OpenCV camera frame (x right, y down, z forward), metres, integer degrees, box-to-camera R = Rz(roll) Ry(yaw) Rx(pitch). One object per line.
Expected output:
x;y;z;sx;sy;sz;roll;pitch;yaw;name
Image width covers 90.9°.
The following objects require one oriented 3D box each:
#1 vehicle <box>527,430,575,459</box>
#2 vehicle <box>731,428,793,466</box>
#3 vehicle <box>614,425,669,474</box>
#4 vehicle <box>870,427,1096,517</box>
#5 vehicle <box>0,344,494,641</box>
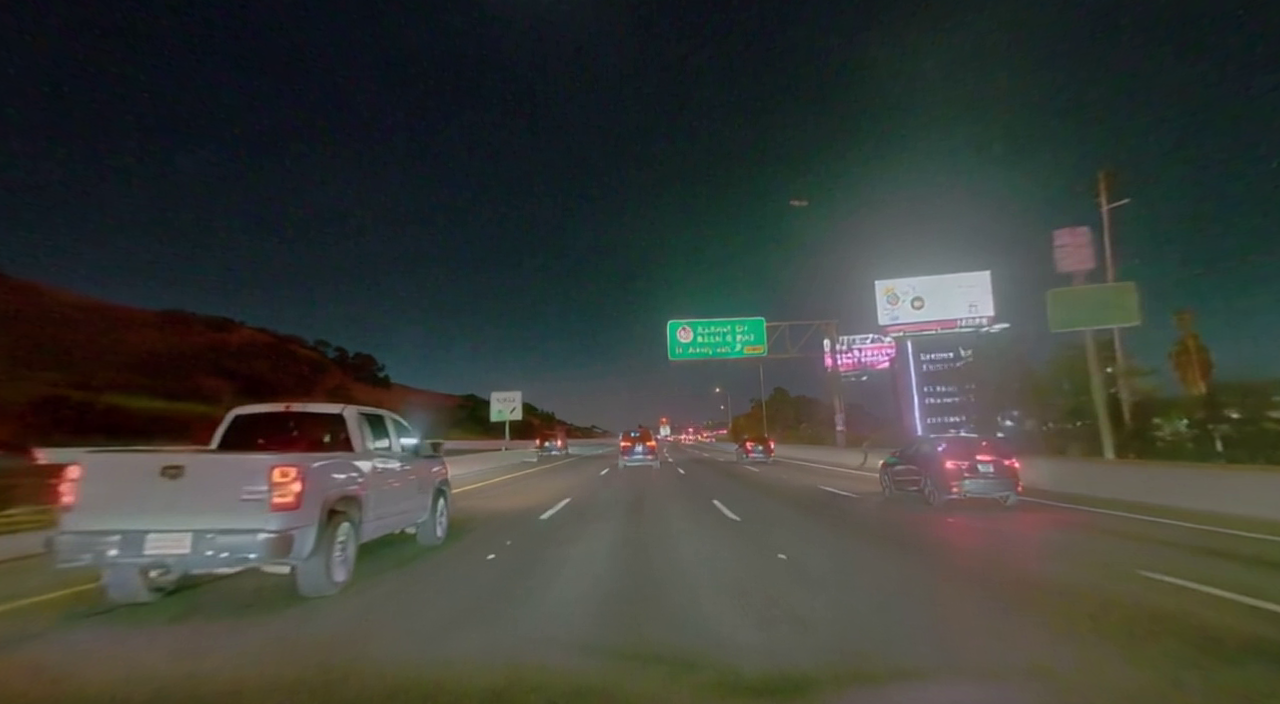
-6.002;6.361;43.205;2.238;1.837;5.979;-1;-8;2;vehicle
6.136;4.853;32.258;2.067;1.775;4.372;0;-8;-3;vehicle
0.068;3.902;25.428;2.052;1.808;3.898;0;-8;0;vehicle
6.446;2.298;12.576;1.998;1.456;4.338;0;-8;-1;vehicle
-3.452;1.352;7.198;2.316;1.999;5.765;0;-8;-1;vehicle
